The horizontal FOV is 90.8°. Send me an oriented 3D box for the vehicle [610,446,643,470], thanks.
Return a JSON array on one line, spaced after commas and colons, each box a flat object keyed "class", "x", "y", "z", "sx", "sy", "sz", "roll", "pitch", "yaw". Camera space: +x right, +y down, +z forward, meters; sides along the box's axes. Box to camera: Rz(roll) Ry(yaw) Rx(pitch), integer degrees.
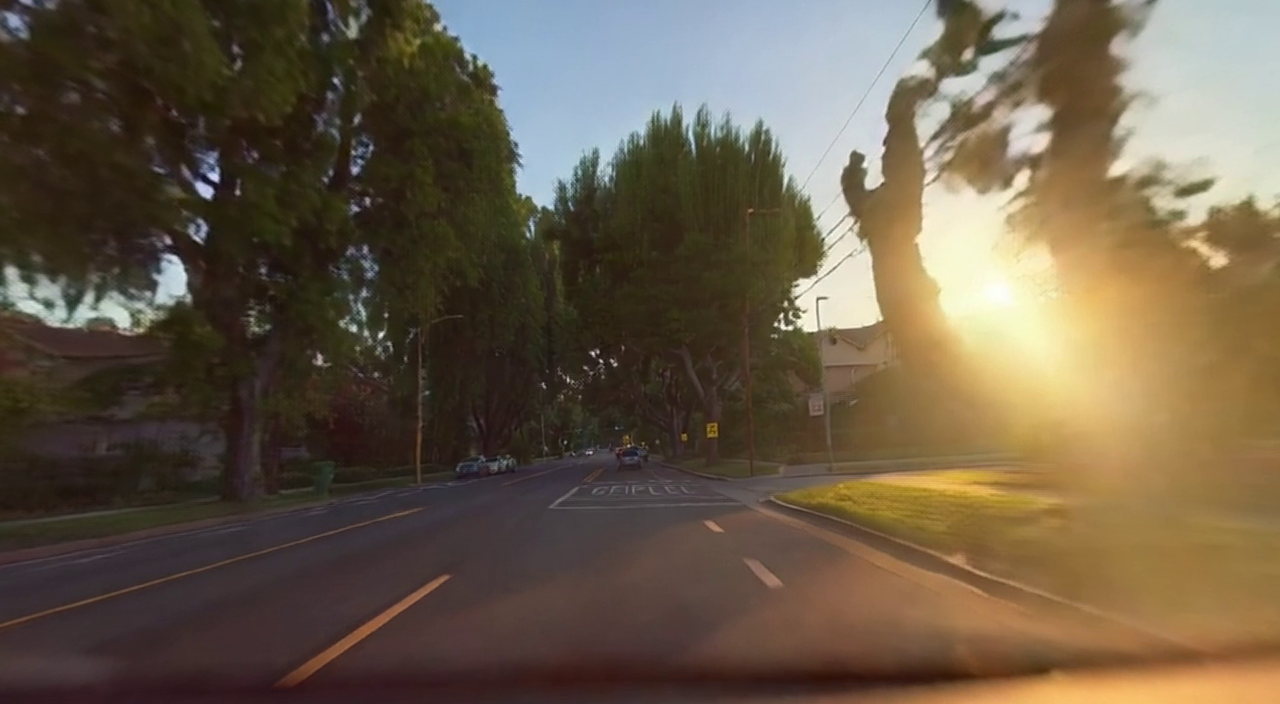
[{"class": "vehicle", "x": -0.929, "y": 7.159, "z": 42.874, "sx": 2.104, "sy": 1.500, "sz": 3.815, "roll": 0, "pitch": -9, "yaw": -2}]
